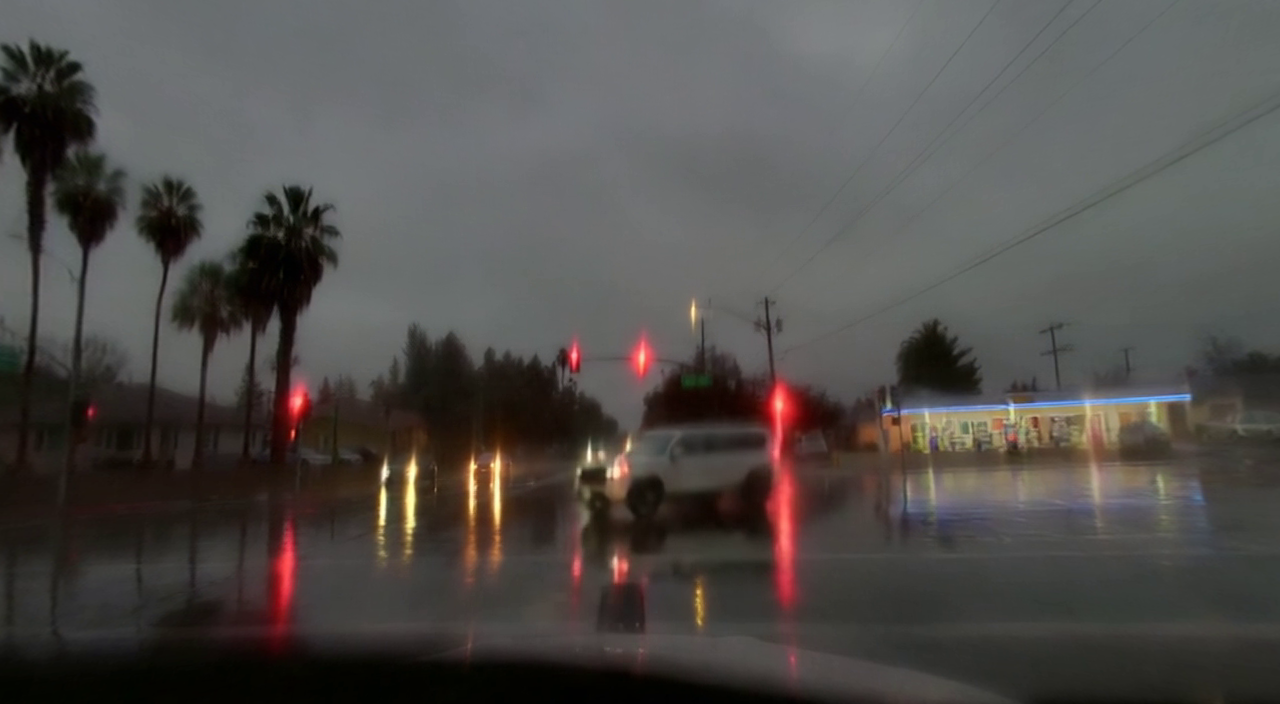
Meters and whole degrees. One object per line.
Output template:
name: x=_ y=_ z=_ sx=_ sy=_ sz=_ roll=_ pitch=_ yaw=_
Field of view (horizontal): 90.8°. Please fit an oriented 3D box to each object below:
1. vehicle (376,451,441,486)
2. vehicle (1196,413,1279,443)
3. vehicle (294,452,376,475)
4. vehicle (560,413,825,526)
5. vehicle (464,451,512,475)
vehicle: x=-13.054 y=6.552 z=35.956 sx=2.009 sy=1.777 sz=4.559 roll=0 pitch=-9 yaw=-1
vehicle: x=38.299 y=4.793 z=39.973 sx=4.488 sy=1.447 sz=1.765 roll=-5 pitch=-8 yaw=-1
vehicle: x=-20.948 y=7.679 z=43.518 sx=4.672 sy=1.469 sz=1.816 roll=-1 pitch=-9 yaw=-2
vehicle: x=1.159 y=2.237 z=12.561 sx=5.086 sy=1.817 sz=1.952 roll=5 pitch=-10 yaw=-34
vehicle: x=-9.891 y=7.253 z=41.394 sx=2.085 sy=1.451 sz=4.311 roll=0 pitch=-9 yaw=0
